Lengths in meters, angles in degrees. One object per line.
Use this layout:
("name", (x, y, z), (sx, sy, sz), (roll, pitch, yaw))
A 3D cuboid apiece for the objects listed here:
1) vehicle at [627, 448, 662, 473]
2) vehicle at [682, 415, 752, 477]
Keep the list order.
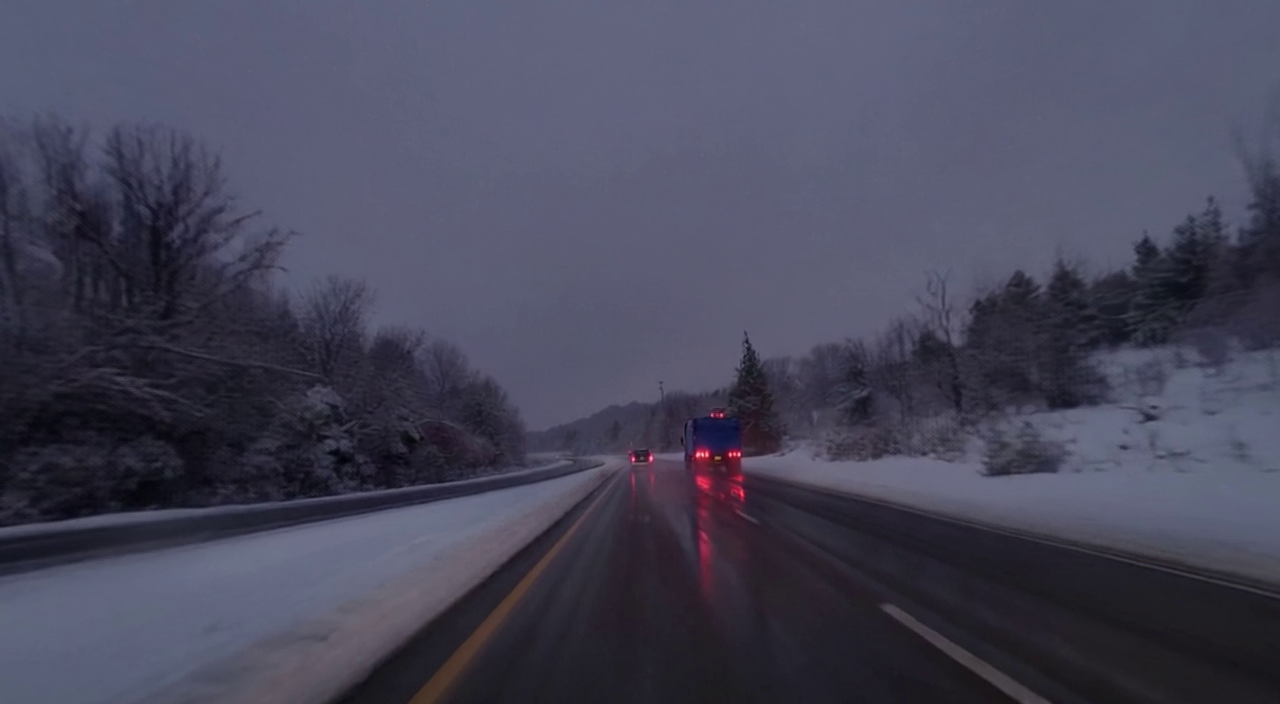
("vehicle", (0.329, 6.967, 40.570), (2.170, 1.544, 4.373), (0, -8, 1))
("vehicle", (4.330, 5.557, 37.205), (3.015, 3.211, 7.982), (0, -8, -1))
